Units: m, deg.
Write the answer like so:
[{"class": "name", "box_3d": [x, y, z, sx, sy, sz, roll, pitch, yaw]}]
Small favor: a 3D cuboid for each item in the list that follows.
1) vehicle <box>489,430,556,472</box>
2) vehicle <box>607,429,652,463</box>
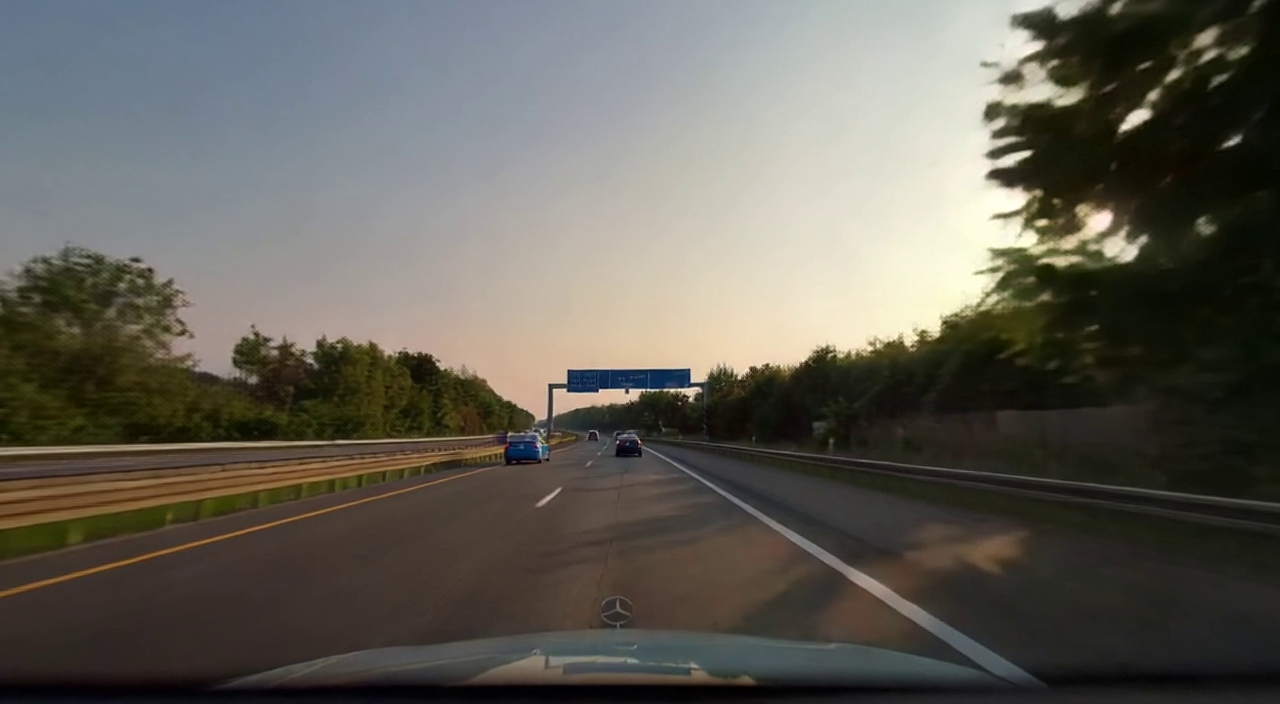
[{"class": "vehicle", "box_3d": [-4.607, 3.929, 25.332, 1.975, 1.518, 4.242, 0, -8, -1]}, {"class": "vehicle", "box_3d": [-0.565, 4.829, 32.506, 2.162, 1.616, 4.242, 0, -8, -1]}]
